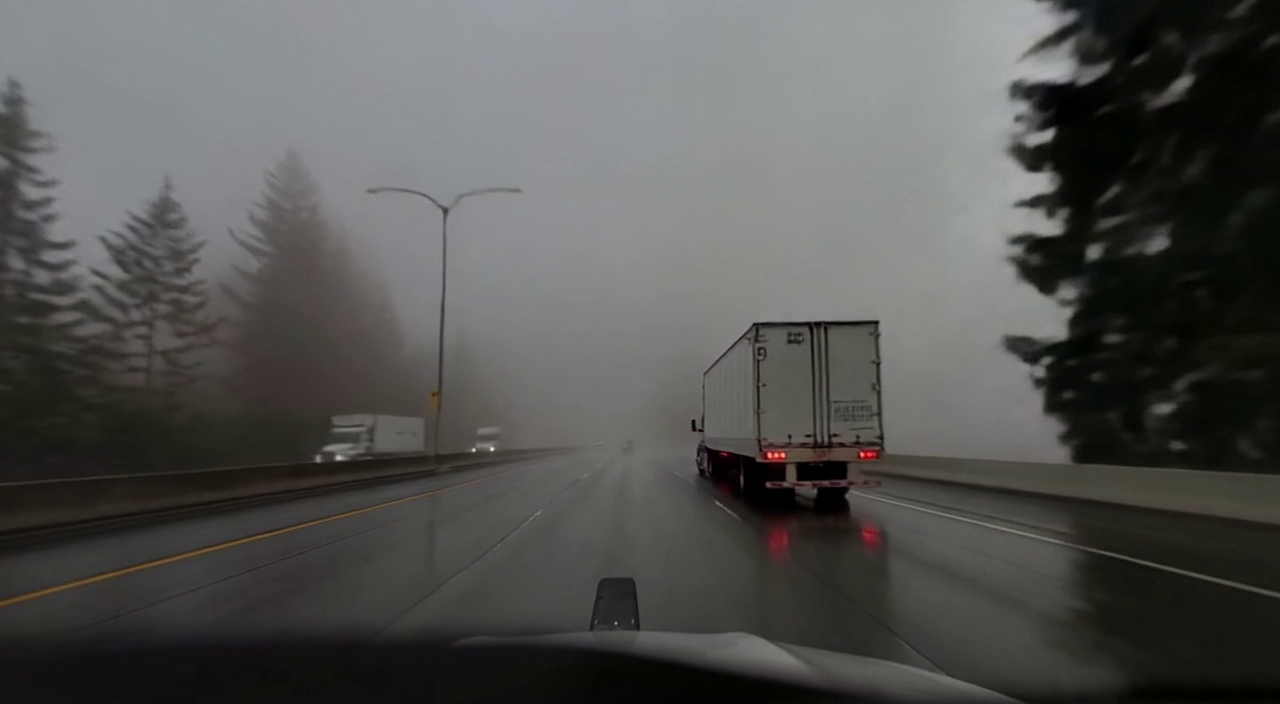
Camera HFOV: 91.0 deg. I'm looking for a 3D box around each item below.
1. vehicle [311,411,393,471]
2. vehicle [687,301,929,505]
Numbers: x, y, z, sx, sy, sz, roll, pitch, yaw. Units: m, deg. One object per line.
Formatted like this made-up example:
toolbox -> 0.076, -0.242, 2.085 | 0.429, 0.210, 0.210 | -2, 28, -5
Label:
vehicle -> -19.982, 6.223, 44.113 | 2.912, 3.859, 6.032 | -1, -8, -1
vehicle -> 3.996, 1.993, 20.173 | 3.489, 4.211, 14.193 | 0, -8, -1
